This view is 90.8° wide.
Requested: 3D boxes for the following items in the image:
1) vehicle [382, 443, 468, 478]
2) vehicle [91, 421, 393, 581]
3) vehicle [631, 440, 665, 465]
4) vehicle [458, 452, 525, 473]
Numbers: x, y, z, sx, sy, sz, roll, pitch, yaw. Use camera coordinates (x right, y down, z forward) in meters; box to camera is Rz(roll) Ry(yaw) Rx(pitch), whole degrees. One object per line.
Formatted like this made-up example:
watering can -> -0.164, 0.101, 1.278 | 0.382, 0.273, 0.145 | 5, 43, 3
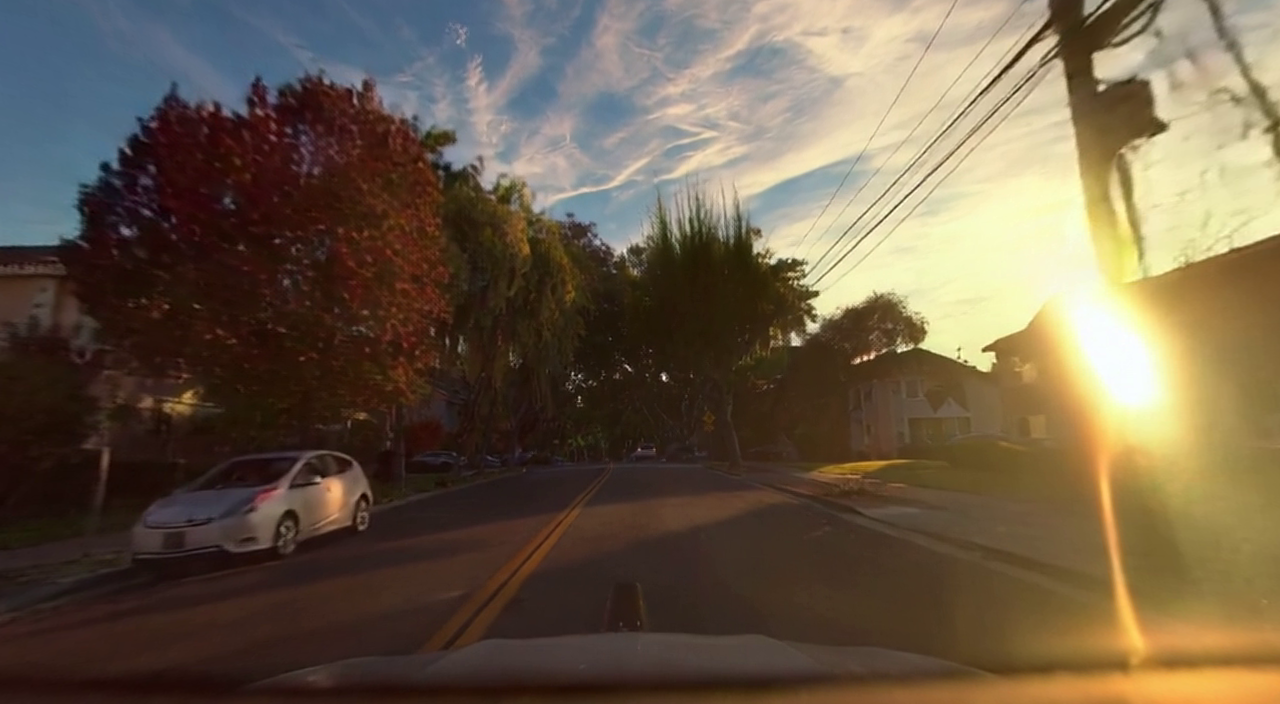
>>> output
vehicle -> -16.290, 8.208, 48.026 | 5.586, 2.532, 2.444 | -2, -8, 10
vehicle -> -5.767, 2.216, 10.017 | 2.027, 1.803, 4.306 | -4, -10, -1
vehicle -> 0.464, 6.336, 40.099 | 2.022, 1.481, 4.050 | 0, -8, -1
vehicle -> -11.624, 8.669, 49.640 | 4.676, 1.484, 2.068 | -2, -8, 14
